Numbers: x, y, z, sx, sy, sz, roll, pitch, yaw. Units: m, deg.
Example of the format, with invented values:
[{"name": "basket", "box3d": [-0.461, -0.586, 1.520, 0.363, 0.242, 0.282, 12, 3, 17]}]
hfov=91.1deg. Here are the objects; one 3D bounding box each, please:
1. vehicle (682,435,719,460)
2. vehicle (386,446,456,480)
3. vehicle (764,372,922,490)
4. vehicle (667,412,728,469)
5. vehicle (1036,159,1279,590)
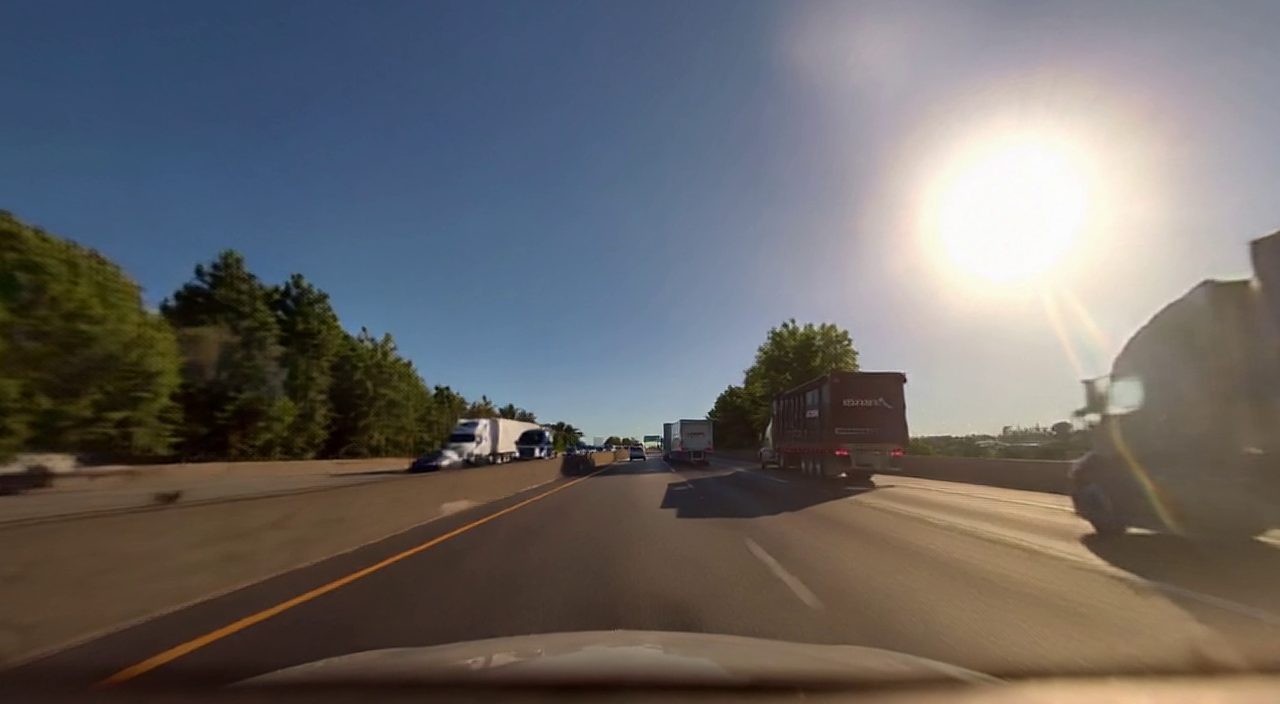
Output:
[{"name": "vehicle", "box3d": [4.153, 6.605, 43.838, 2.120, 1.651, 4.639, 0, -8, 1]}, {"name": "vehicle", "box3d": [-10.678, 5.401, 30.930, 1.802, 1.473, 4.079, -1, -8, 3]}, {"name": "vehicle", "box3d": [8.335, 3.618, 28.566, 2.843, 4.053, 13.777, 0, -8, 1]}, {"name": "vehicle", "box3d": [4.069, 6.693, 48.194, 3.288, 3.717, 13.646, 0, -7, 0]}, {"name": "vehicle", "box3d": [7.229, -0.027, 3.969, 2.920, 3.860, 10.035, 0, -8, 0]}]
